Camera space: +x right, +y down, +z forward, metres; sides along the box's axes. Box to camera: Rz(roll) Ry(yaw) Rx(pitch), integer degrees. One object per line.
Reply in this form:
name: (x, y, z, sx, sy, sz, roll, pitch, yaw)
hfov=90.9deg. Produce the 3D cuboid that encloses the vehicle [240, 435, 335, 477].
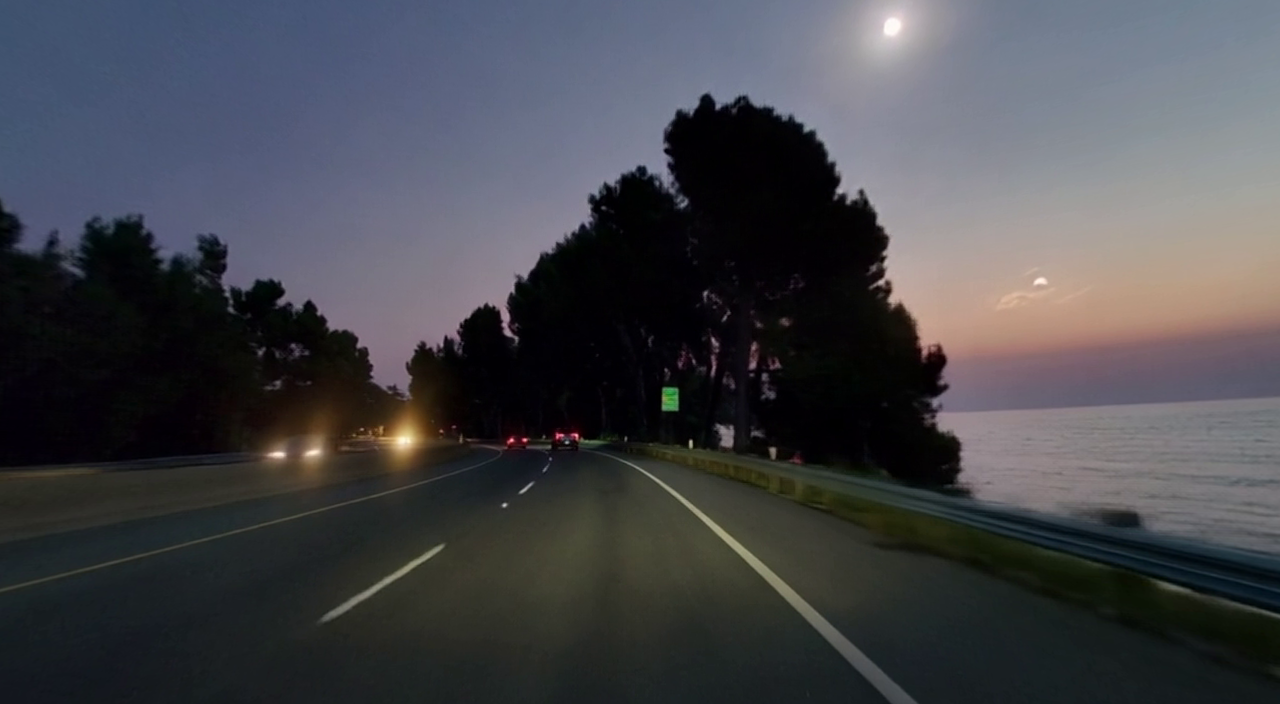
vehicle: (-16.109, 4.762, 29.145, 2.224, 1.712, 4.380, 0, -8, -7)
